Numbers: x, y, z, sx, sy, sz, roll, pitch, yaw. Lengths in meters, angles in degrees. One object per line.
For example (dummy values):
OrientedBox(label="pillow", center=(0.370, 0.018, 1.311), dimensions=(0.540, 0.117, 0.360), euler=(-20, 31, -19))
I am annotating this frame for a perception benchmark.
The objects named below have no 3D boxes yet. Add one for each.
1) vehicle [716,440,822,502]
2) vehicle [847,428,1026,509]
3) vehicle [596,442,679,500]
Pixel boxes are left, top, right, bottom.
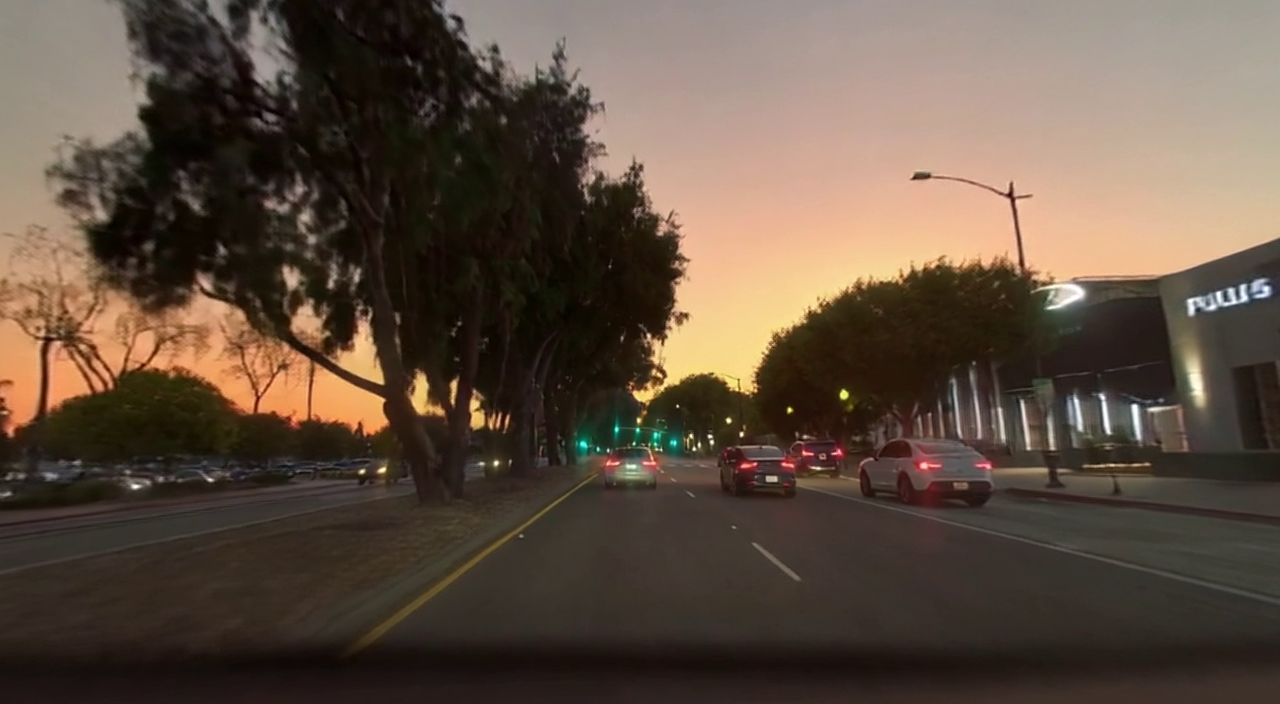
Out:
OrientedBox(label="vehicle", center=(3.423, 3.270, 17.690), dimensions=(1.993, 1.477, 4.240), euler=(0, -9, -1))
OrientedBox(label="vehicle", center=(7.148, 2.882, 15.986), dimensions=(2.052, 1.708, 4.842), euler=(0, -9, -1))
OrientedBox(label="vehicle", center=(-0.122, 3.349, 18.133), dimensions=(2.101, 1.444, 4.248), euler=(0, -9, -1))
